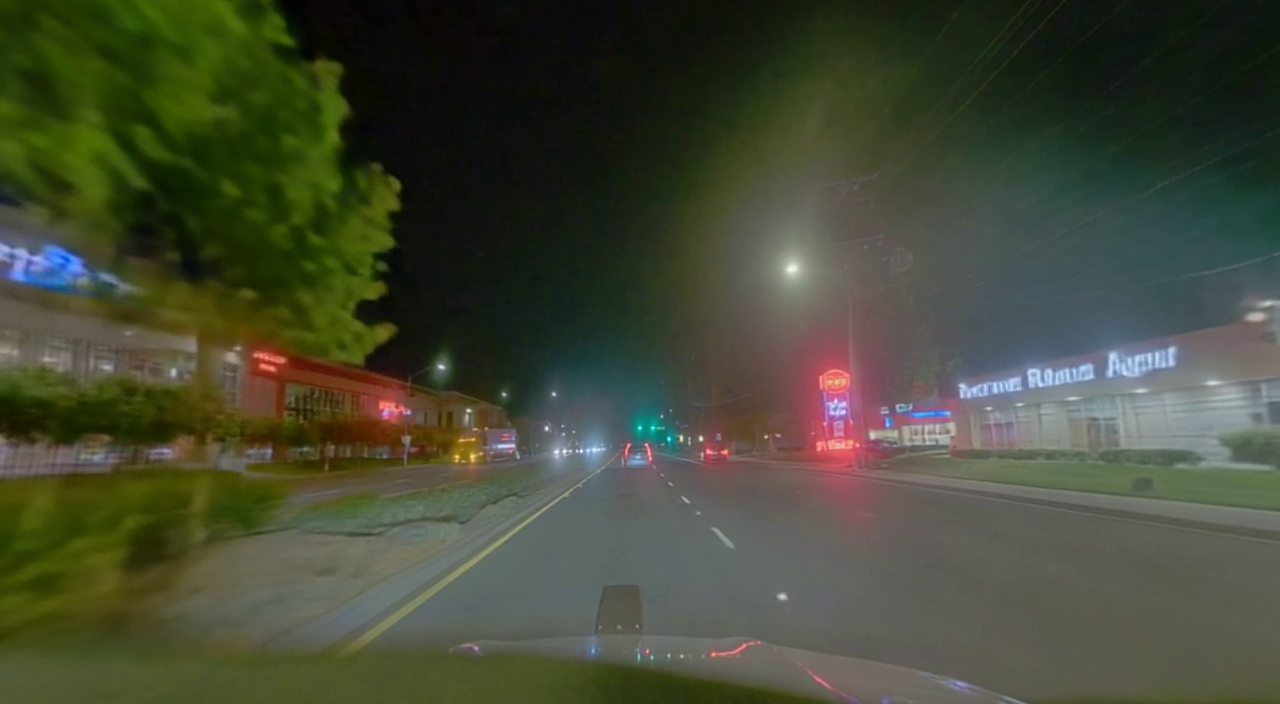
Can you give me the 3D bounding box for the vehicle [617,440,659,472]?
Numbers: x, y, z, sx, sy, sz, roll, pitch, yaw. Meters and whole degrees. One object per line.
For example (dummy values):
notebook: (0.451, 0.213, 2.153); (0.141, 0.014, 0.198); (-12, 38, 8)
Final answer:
vehicle: (-0.158, 5.478, 33.408); (2.072, 1.545, 4.578); (0, -8, -1)
